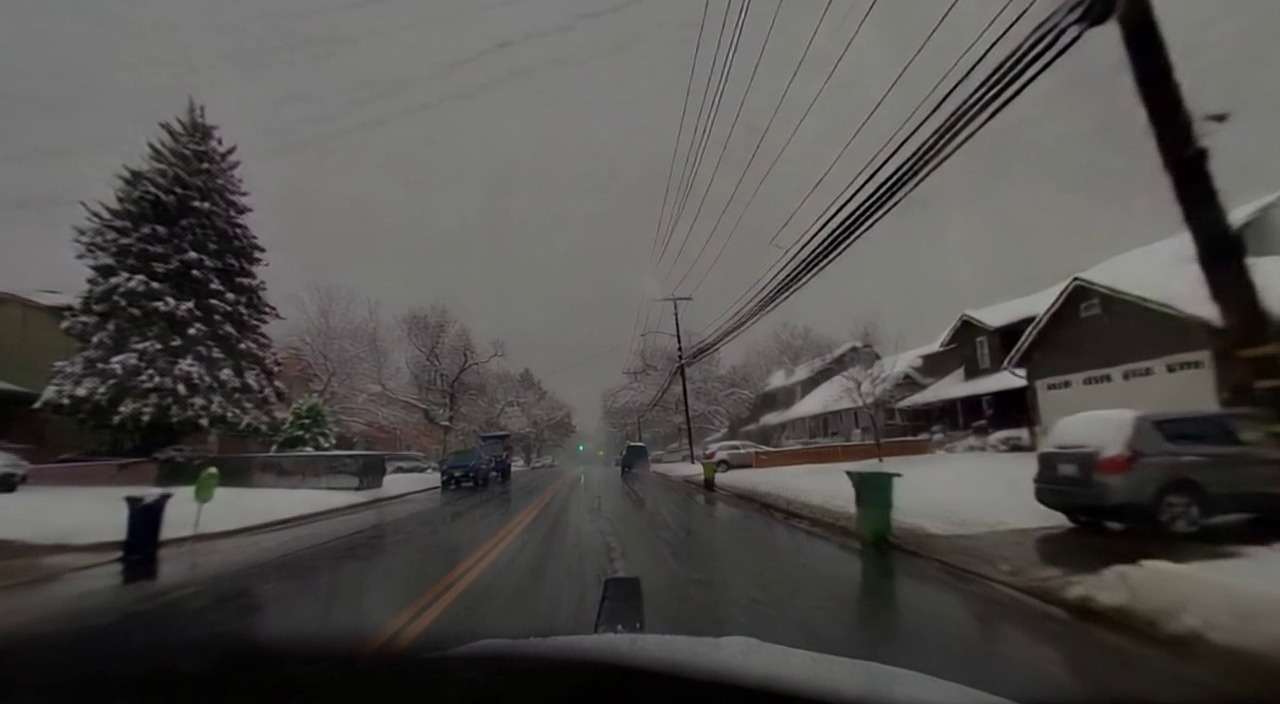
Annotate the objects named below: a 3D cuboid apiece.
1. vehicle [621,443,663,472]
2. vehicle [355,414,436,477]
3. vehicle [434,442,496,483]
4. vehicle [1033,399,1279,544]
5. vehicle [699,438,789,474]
[{"bbox_3d":[0.042,7.461,44.850,2.203,1.952,5.111,2,-9,-9],"label":"vehicle"},{"bbox_3d":[-13.826,5.407,36.484,2.781,3.221,7.995,2,-9,-10],"label":"vehicle"},{"bbox_3d":[-8.512,5.500,31.110,2.046,1.777,4.473,-2,-12,-4],"label":"vehicle"},{"bbox_3d":[8.502,1.632,9.090,4.337,1.768,1.962,-1,-9,-3],"label":"vehicle"},{"bbox_3d":[5.825,5.903,35.722,4.489,1.812,2.056,0,-14,-8],"label":"vehicle"}]
